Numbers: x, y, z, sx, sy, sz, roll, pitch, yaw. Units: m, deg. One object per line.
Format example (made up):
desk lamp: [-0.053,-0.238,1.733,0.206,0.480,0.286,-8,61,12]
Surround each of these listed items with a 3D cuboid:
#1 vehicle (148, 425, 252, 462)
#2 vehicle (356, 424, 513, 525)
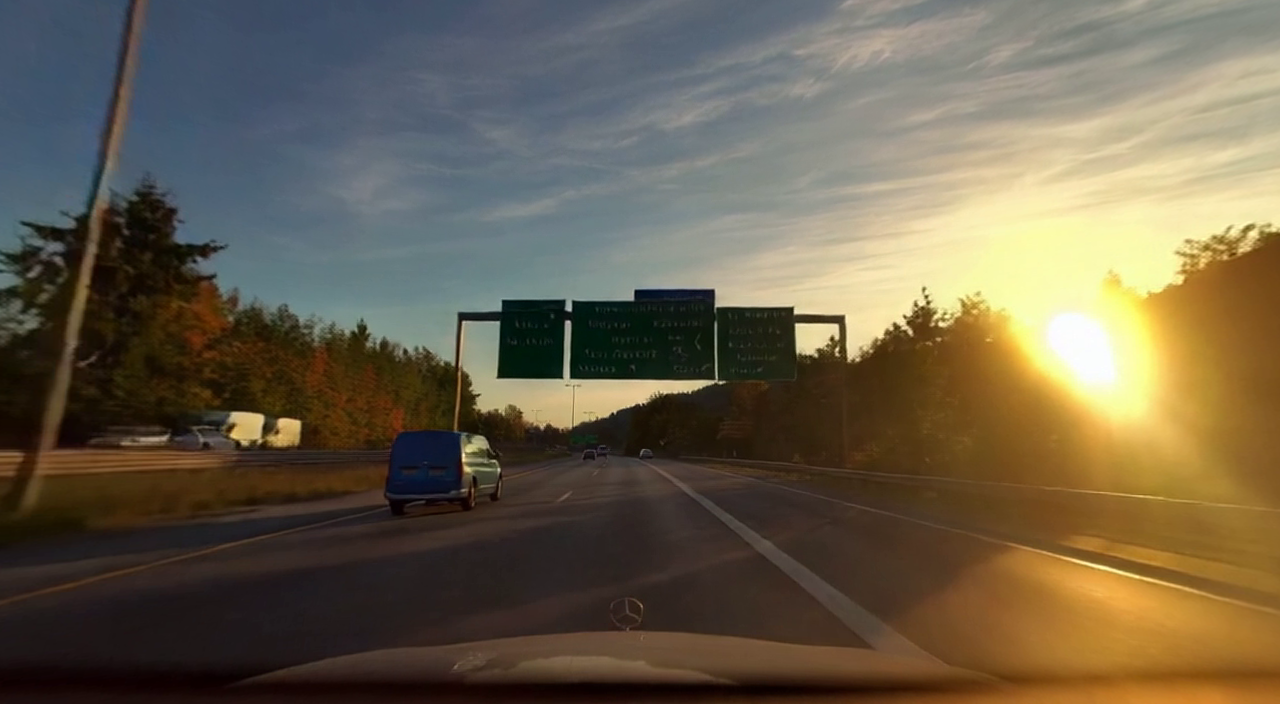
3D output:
vehicle: [-19.001,3.998,27.406,1.879,1.492,3.607,0,-9,0]
vehicle: [-4.122,2.541,13.534,1.971,1.795,4.389,0,-9,-2]
